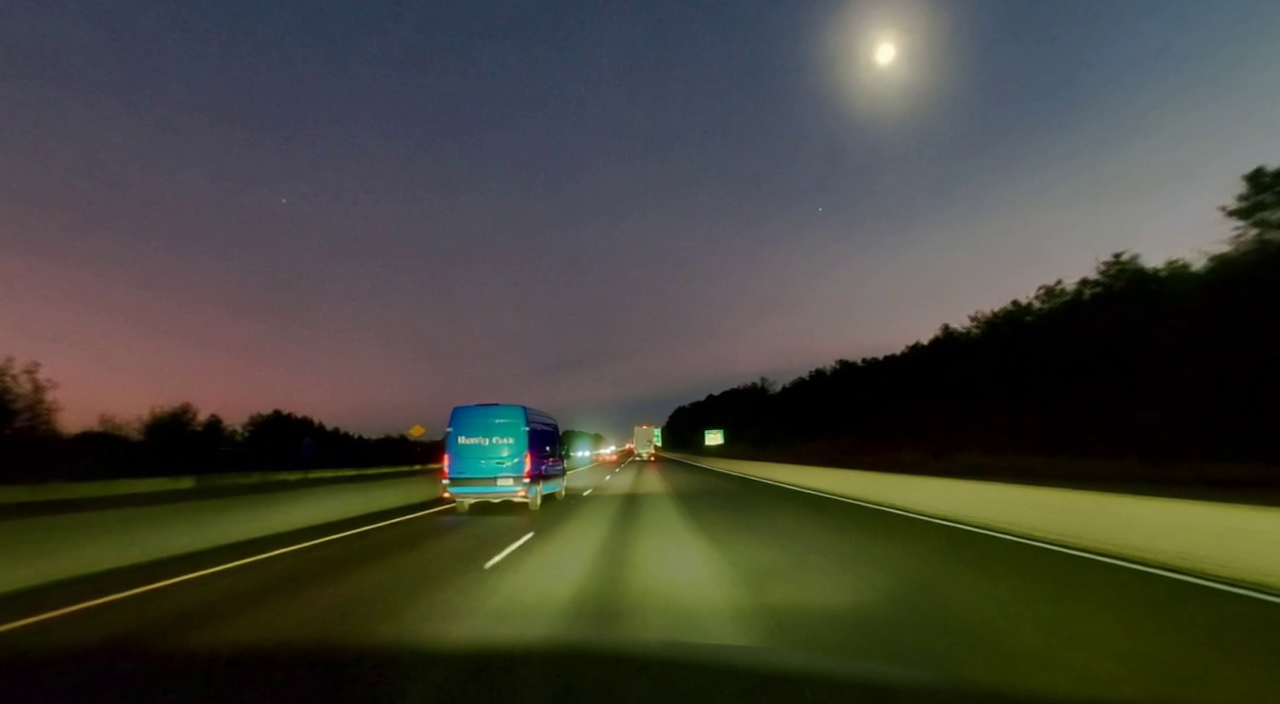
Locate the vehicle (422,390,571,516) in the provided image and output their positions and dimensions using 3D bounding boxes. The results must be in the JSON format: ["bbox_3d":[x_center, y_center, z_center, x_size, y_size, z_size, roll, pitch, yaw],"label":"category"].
[{"bbox_3d":[-3.423,2.667,16.922,2.320,2.636,7.021,0,-9,0],"label":"vehicle"}]
